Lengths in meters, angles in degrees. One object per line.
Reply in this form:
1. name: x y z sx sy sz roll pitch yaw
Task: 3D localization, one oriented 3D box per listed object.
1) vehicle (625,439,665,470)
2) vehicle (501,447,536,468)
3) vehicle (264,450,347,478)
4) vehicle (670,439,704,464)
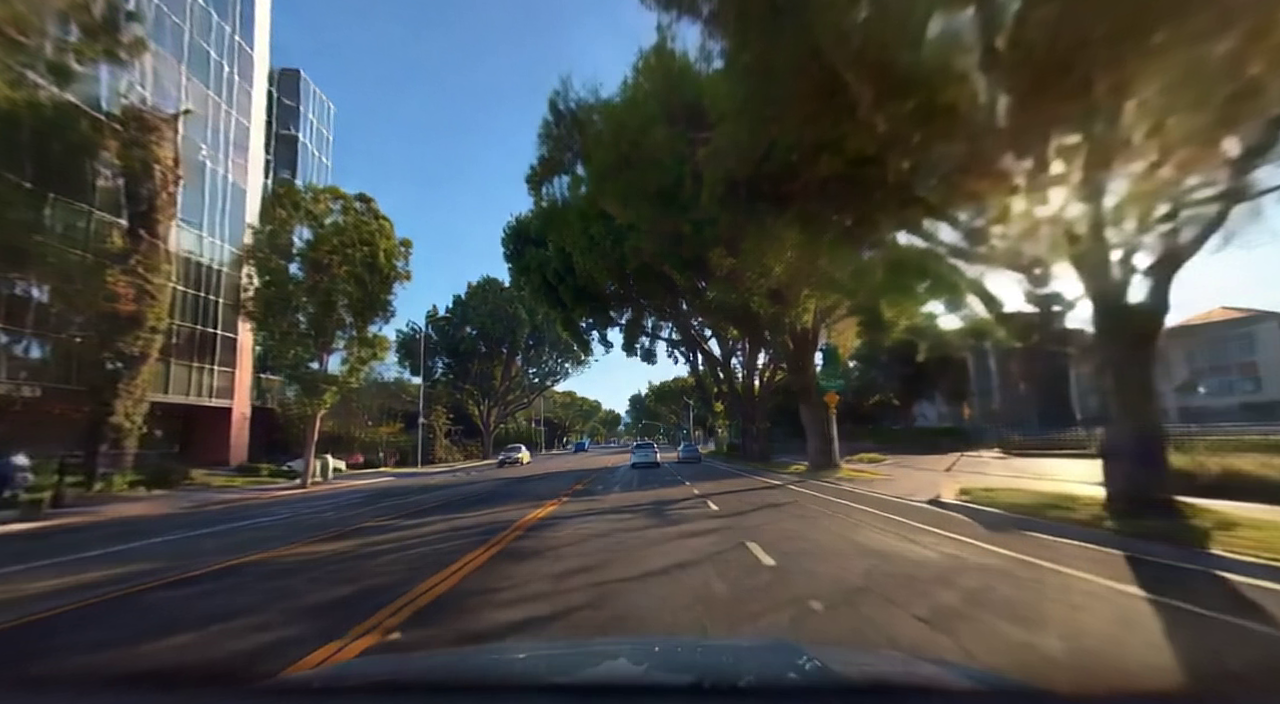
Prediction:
1. vehicle: 0.284 5.754 35.504 2.109 1.612 3.963 0 -8 1
2. vehicle: -9.204 8.039 48.157 1.889 1.506 3.911 0 -8 0
3. vehicle: -21.267 7.151 40.195 4.152 1.686 1.873 0 -8 -1
4. vehicle: 3.487 7.420 47.344 2.189 1.766 4.495 0 -8 -1
